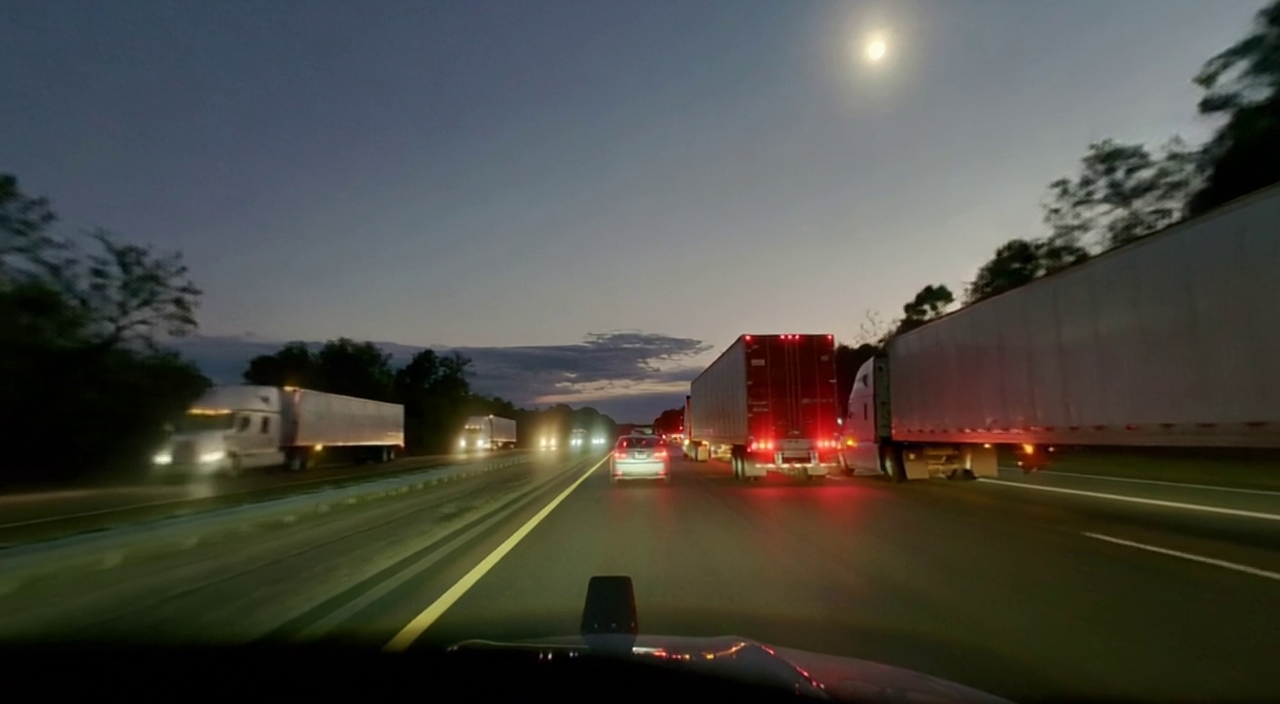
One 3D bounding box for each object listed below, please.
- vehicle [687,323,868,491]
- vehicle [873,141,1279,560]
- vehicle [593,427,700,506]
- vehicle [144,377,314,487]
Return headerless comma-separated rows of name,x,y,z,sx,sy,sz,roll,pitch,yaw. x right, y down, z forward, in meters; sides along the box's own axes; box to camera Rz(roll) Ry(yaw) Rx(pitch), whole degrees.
vehicle,3.870,2.232,22.491,2.888,4.099,14.183,0,-7,-2
vehicle,8.134,0.454,10.153,3.110,4.308,14.260,0,-7,-1
vehicle,0.073,2.425,13.873,2.038,1.477,3.773,0,-7,-2
vehicle,-16.720,3.325,26.274,2.962,4.015,5.938,0,-8,-1
